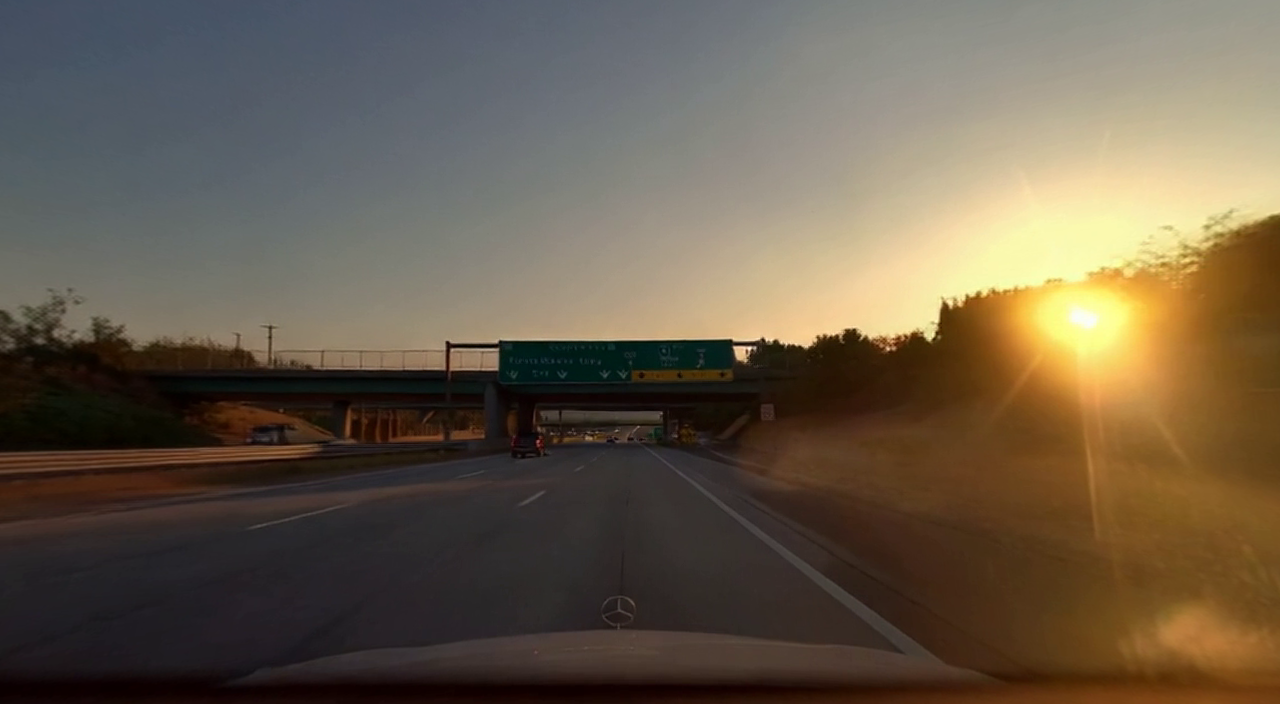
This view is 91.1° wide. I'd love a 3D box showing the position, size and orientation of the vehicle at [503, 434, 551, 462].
[{"bbox_3d":[-6.998,5.989,39.419,2.111,1.662,4.630,0,-8,0],"label":"vehicle"}]
